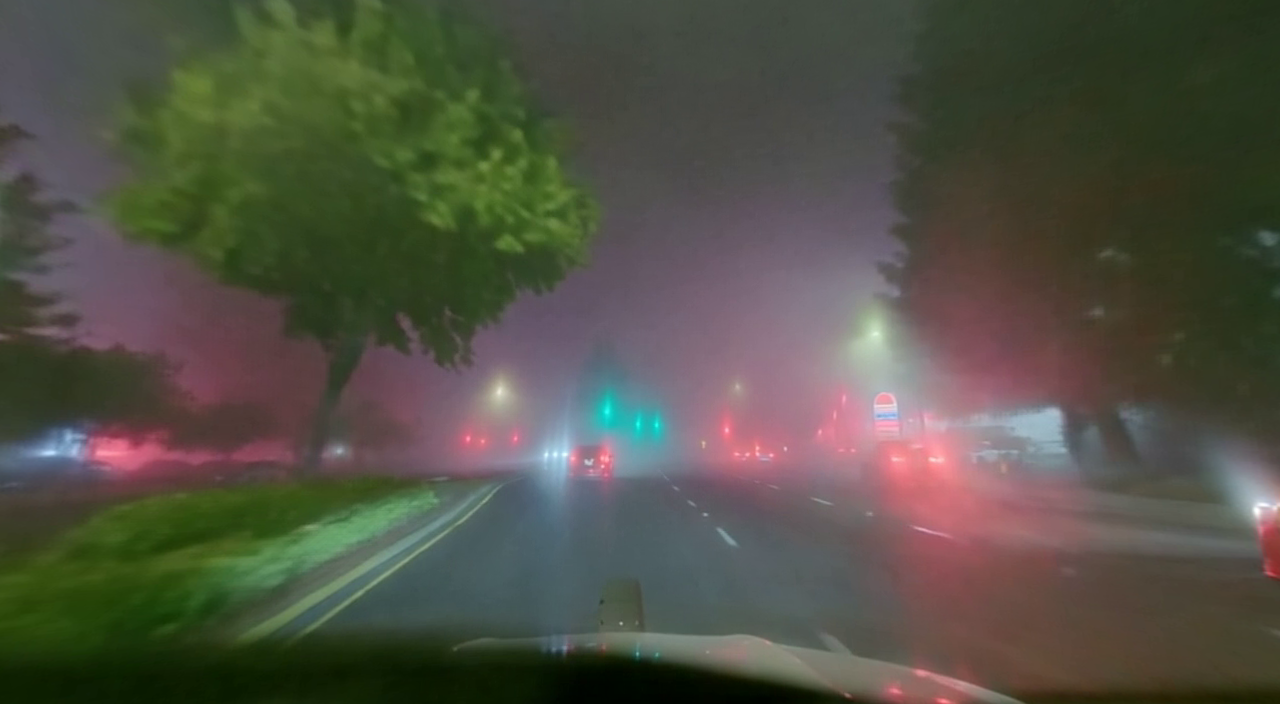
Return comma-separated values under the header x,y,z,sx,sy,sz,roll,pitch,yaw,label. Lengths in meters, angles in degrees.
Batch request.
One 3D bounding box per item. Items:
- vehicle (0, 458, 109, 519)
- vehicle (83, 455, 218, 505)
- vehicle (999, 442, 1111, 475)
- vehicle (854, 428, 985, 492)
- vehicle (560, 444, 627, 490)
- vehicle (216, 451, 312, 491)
x,y,z,sx,sy,sz,roll,pitch,yaw,label
-19.049,4.127,19.125,1.896,1.620,4.542,-2,-8,1,vehicle
-19.276,5.023,25.192,1.905,1.698,4.408,0,-9,-1,vehicle
19.568,5.010,29.889,4.212,1.436,1.919,-6,-10,34,vehicle
10.312,4.049,24.020,2.266,2.118,5.742,0,-9,-1,vehicle
-1.647,4.034,22.554,2.185,1.473,3.925,0,-9,-4,vehicle
-18.969,5.981,32.163,2.027,1.831,4.644,0,-9,-1,vehicle
